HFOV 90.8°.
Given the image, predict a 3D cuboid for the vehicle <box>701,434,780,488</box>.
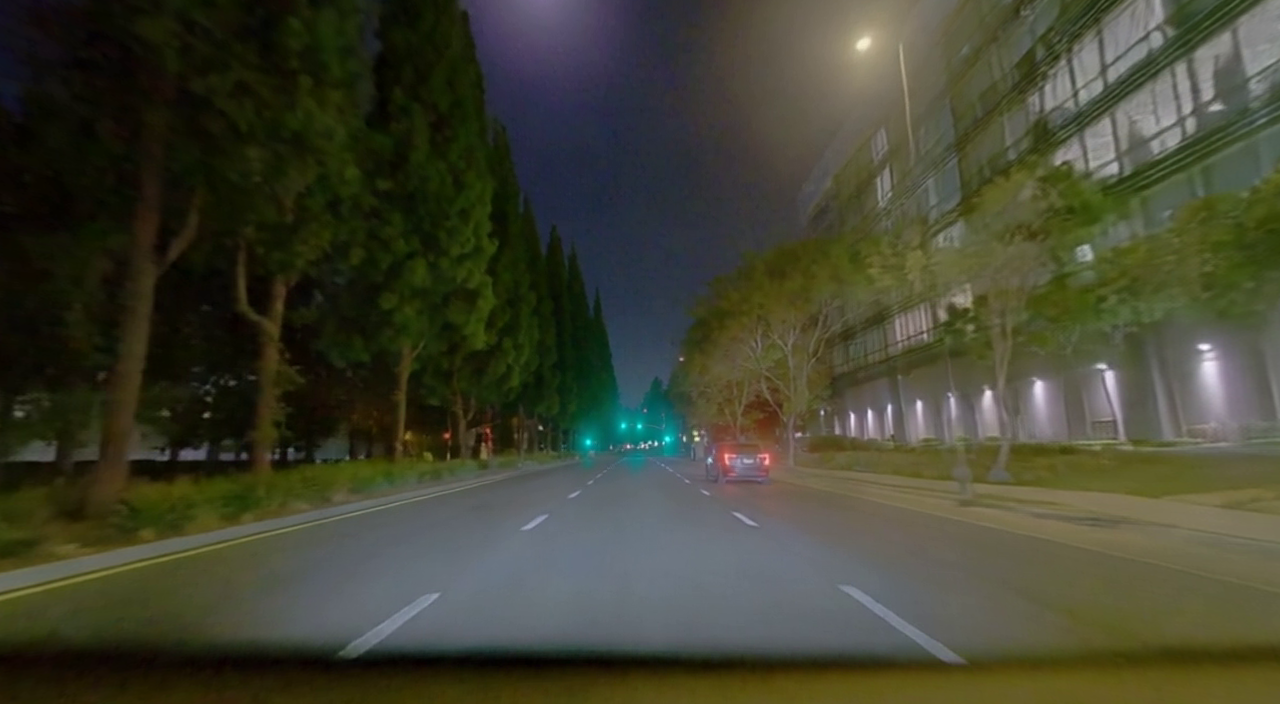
[{"bbox_3d":[3.503,3.894,22.832,2.083,1.743,4.354,0,-9,-1],"label":"vehicle"}]
